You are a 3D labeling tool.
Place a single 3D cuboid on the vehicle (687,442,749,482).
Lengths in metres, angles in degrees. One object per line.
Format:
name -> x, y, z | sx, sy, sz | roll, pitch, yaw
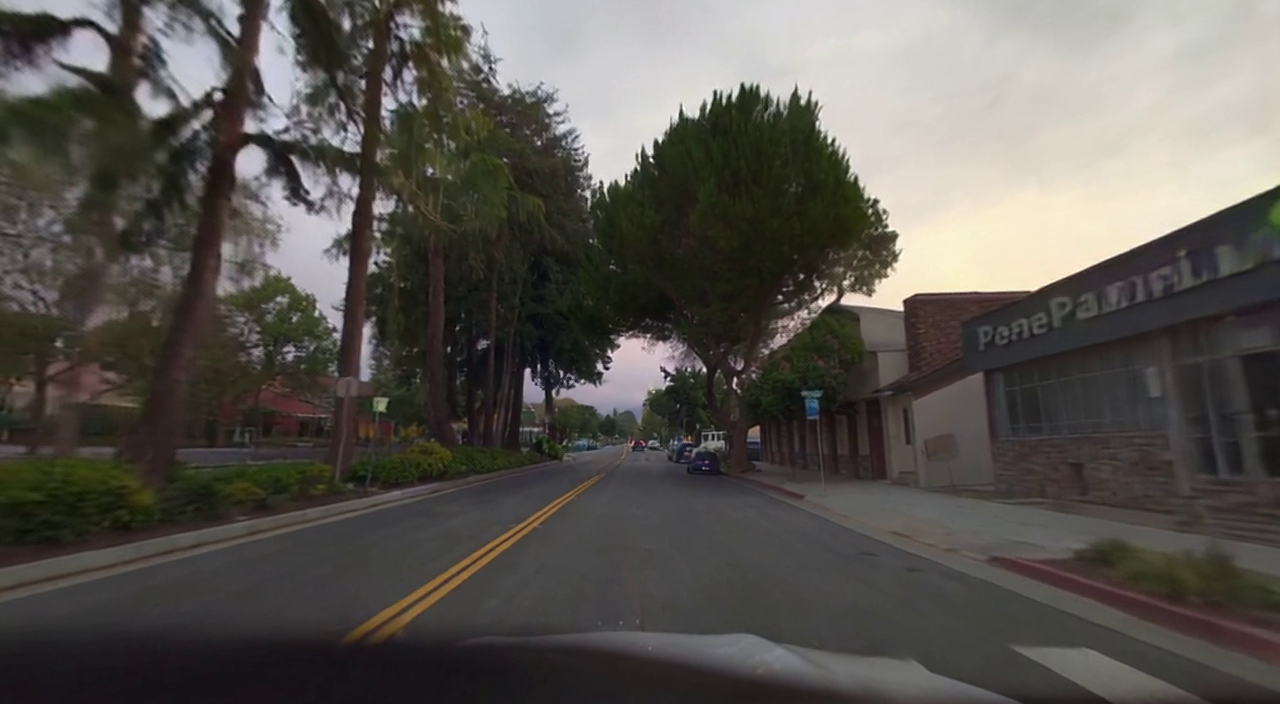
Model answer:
vehicle -> 3.167, 4.587, 26.572 | 2.152, 1.527, 4.010 | 0, -9, 0
